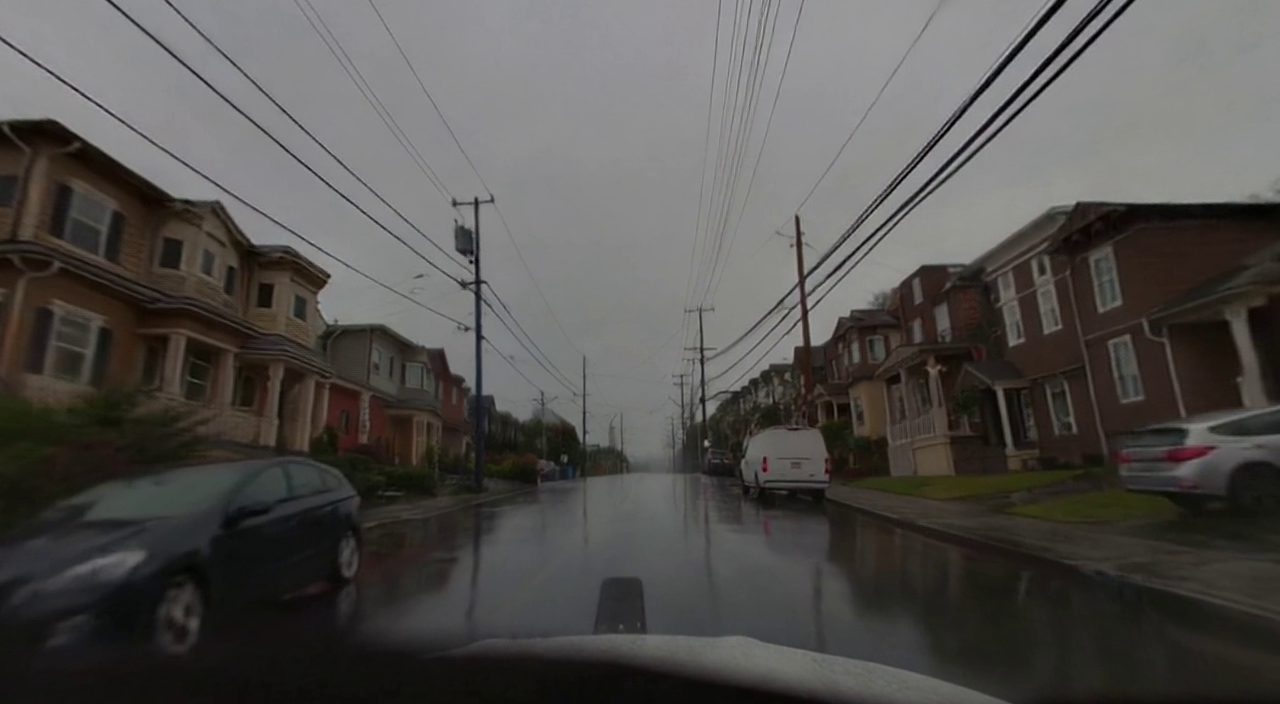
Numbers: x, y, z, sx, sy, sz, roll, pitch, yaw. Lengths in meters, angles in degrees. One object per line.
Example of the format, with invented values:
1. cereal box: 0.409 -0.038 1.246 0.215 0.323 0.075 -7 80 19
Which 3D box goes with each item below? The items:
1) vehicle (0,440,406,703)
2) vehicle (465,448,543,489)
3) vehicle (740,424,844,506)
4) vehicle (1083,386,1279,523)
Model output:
1. vehicle: -4.037 1.653 5.896 1.960 1.507 4.542 -2 -7 1
2. vehicle: -7.498 6.416 34.968 3.684 1.628 1.792 7 -5 3
3. vehicle: 4.500 3.420 19.508 2.343 2.229 4.199 -1 -9 3
4. vehicle: 9.495 1.268 9.105 4.532 1.533 1.997 -8 -9 1
